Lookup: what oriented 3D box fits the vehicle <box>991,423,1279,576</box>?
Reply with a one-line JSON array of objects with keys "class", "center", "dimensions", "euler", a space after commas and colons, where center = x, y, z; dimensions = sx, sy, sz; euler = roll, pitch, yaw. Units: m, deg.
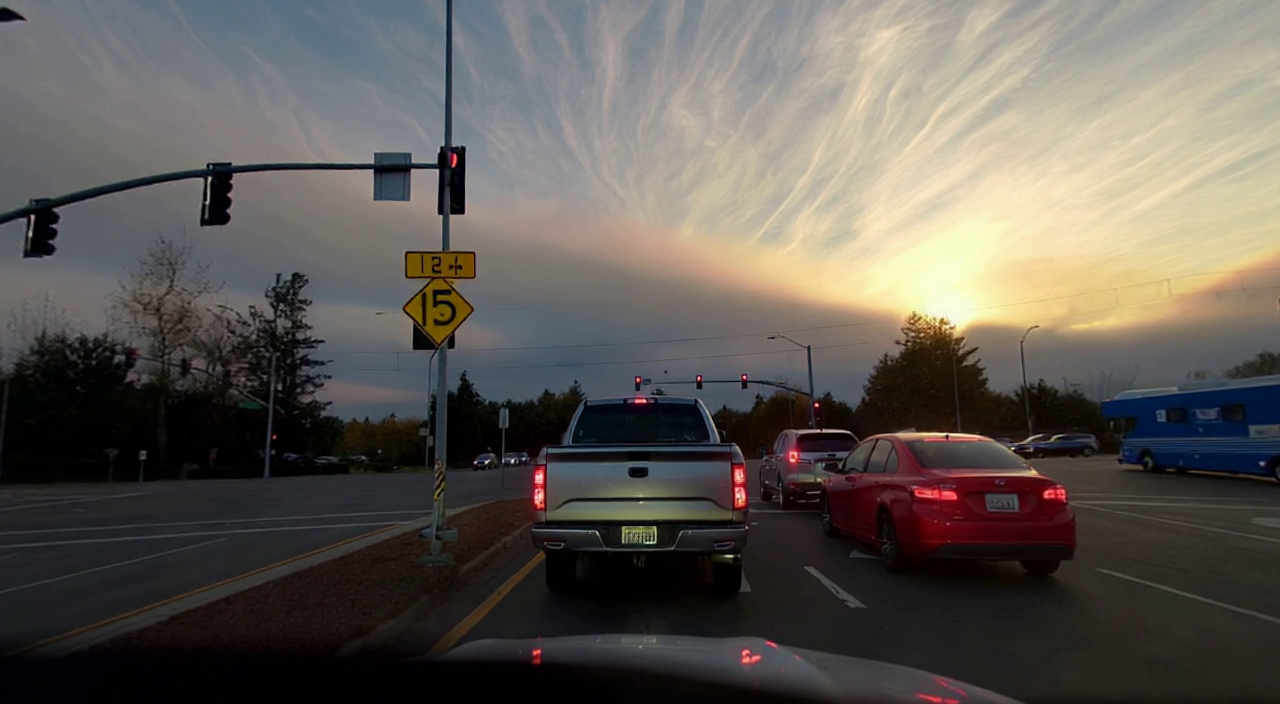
[{"class": "vehicle", "center": [6.835, 1.741, 8.285], "dimensions": [1.973, 1.470, 4.228], "euler": [0, -8, -1]}]

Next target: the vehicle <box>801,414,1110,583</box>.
[{"class": "vehicle", "center": [3.576, 1.718, 8.188], "dimensions": [1.981, 1.616, 4.006], "euler": [0, -8, 1]}]

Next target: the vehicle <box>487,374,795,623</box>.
[{"class": "vehicle", "center": [0.042, 1.472, 7.341], "dimensions": [2.326, 1.880, 4.964], "euler": [0, -8, 1]}]
